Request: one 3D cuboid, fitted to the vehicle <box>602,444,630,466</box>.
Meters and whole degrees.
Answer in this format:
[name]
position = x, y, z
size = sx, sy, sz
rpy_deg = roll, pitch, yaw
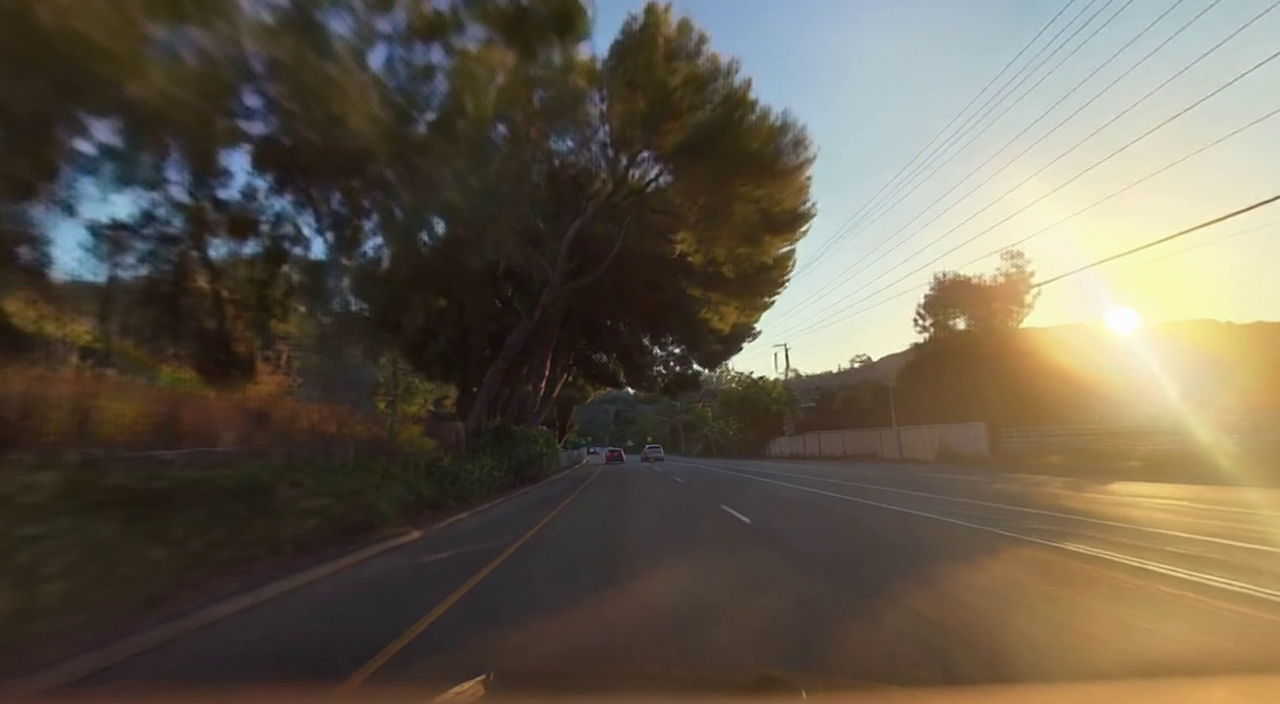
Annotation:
[vehicle]
position = -1.925, 7.982, 48.909
size = 2.005, 1.633, 4.044
rpy_deg = 1, -8, -4
